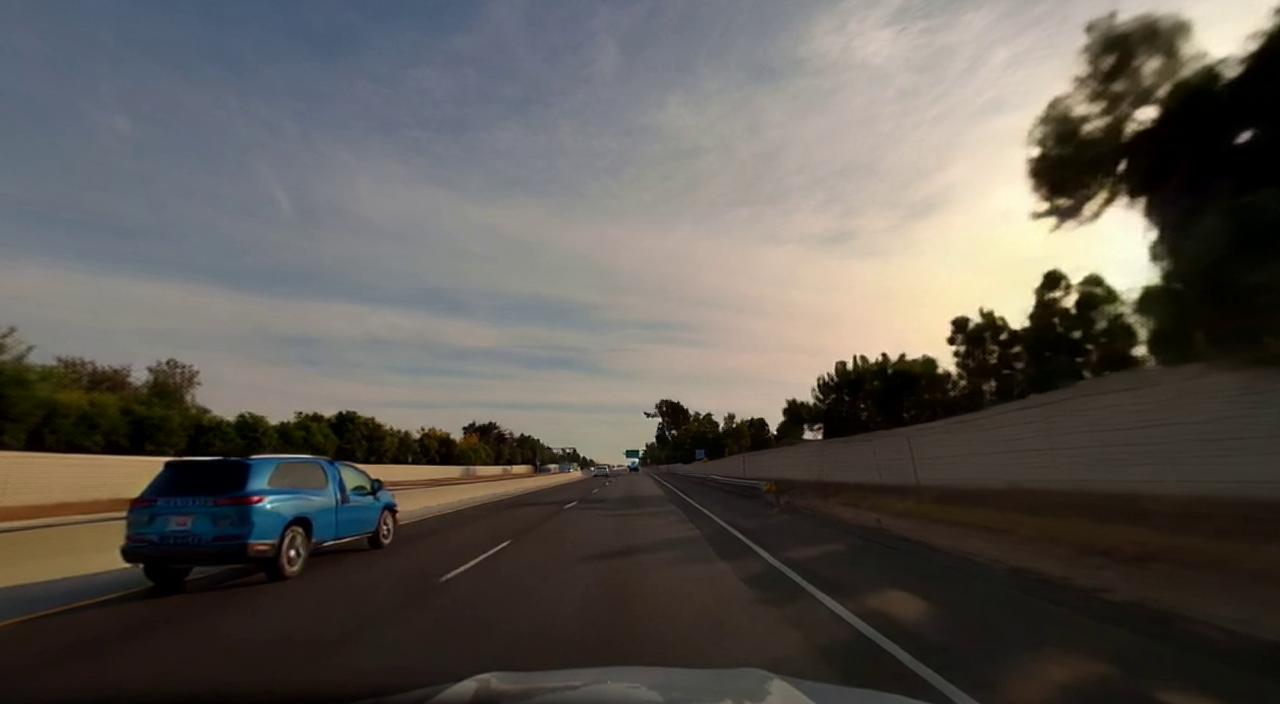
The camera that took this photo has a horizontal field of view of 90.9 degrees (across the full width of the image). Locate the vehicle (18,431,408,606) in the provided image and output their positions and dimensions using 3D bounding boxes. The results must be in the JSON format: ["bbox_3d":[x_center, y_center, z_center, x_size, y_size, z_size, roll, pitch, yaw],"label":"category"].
[{"bbox_3d":[-4.583,1.866,7.727,1.914,1.534,4.015,1,-10,0],"label":"vehicle"}]
